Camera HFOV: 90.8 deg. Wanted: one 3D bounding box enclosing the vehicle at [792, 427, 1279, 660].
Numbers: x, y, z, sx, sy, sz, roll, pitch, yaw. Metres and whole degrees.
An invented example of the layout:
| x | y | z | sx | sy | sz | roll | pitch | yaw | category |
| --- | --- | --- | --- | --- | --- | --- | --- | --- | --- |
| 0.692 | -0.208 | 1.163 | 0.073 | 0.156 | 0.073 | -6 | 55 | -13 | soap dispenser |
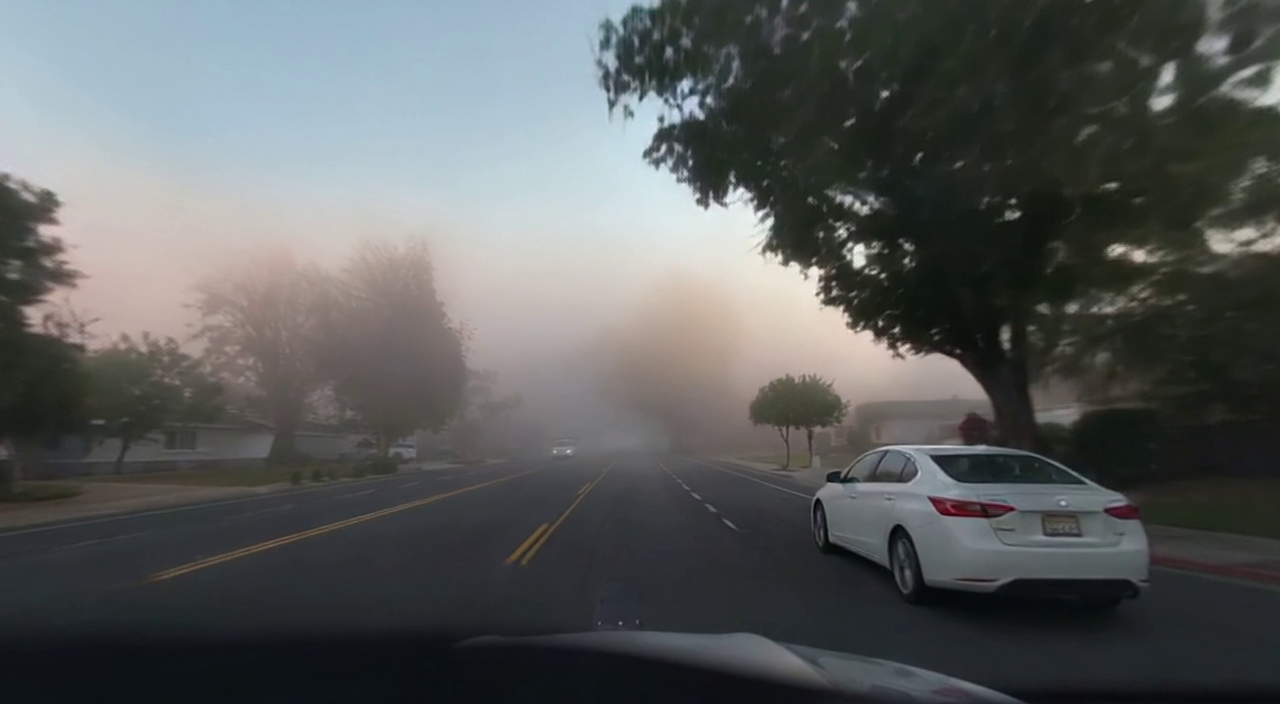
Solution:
| x | y | z | sx | sy | sz | roll | pitch | yaw | category |
| --- | --- | --- | --- | --- | --- | --- | --- | --- | --- |
| 3.101 | 1.558 | 6.292 | 2.057 | 1.493 | 4.225 | 0 | -8 | -1 | vehicle |

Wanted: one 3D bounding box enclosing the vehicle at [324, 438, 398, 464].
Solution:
| x | y | z | sx | sy | sz | roll | pitch | yaw | category |
| --- | --- | --- | --- | --- | --- | --- | --- | --- | --- |
| -20.631 | 7.334 | 46.798 | 4.445 | 1.822 | 2.095 | -1 | -8 | 4 | vehicle |
